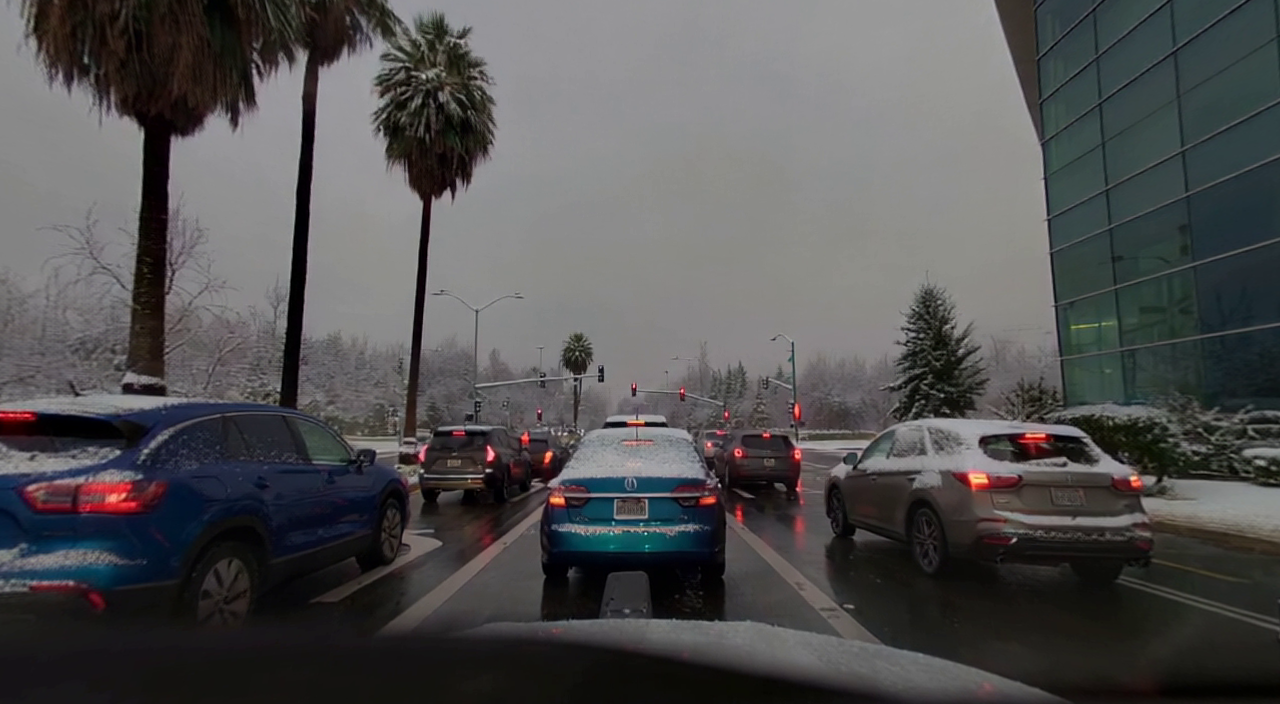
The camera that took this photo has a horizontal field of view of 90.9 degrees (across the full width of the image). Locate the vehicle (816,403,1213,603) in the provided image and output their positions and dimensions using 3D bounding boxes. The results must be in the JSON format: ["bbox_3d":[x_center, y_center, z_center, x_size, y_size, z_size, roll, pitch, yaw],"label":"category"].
[{"bbox_3d":[3.837,1.619,7.677,2.064,1.696,4.431,0,-8,0],"label":"vehicle"}]

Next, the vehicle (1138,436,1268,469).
[{"bbox_3d":[25.479,4.542,28.644,4.014,1.417,1.777,-1,-8,5],"label":"vehicle"}]

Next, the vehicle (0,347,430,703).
[{"bbox_3d":[-3.538,1.174,5.362,2.014,1.775,4.404,0,-8,-1],"label":"vehicle"}]

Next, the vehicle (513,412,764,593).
[{"bbox_3d":[-0.056,1.656,7.812,2.219,1.586,4.321,0,-8,-1],"label":"vehicle"}]

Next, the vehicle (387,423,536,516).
[{"bbox_3d":[-3.468,2.362,13.071,1.917,1.631,3.768,0,-8,1],"label":"vehicle"}]
